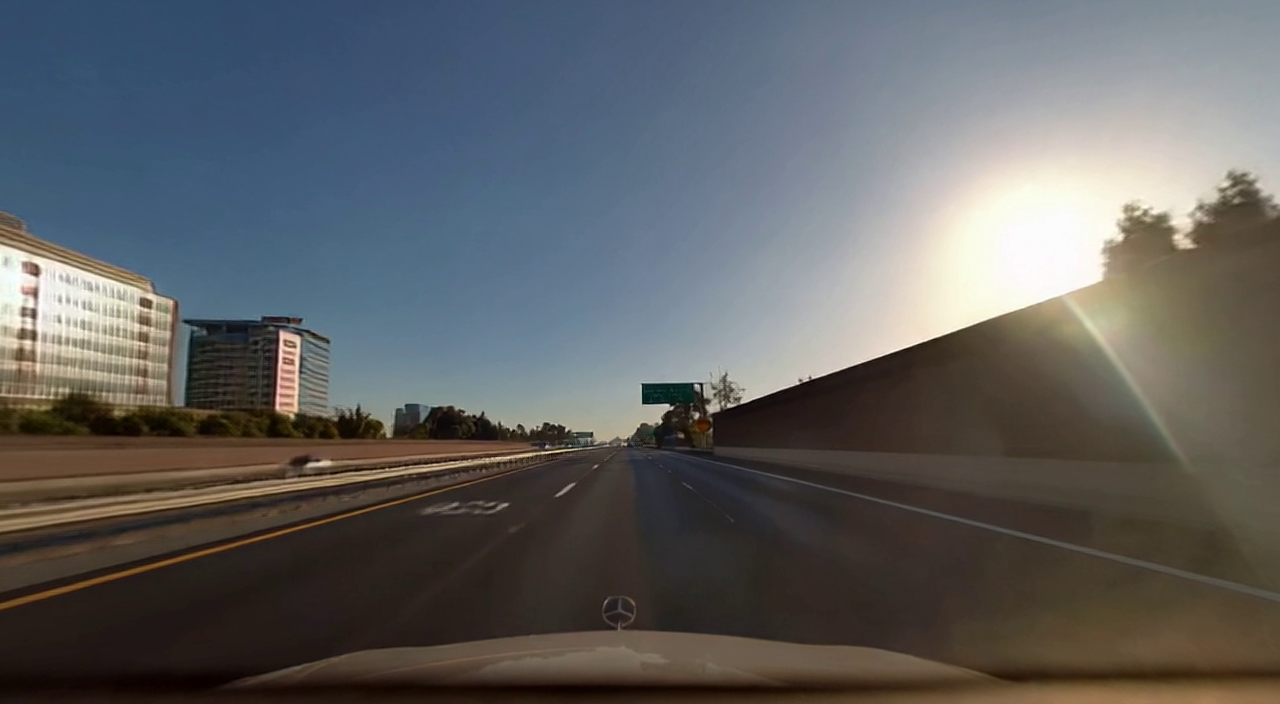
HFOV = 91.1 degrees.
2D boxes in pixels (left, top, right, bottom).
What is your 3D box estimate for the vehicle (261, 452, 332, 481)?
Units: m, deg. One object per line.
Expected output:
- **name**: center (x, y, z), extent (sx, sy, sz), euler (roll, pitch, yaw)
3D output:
- **vehicle**: center (-20.220, 6.717, 37.211), extent (1.889, 1.507, 3.951), euler (0, -8, 1)
